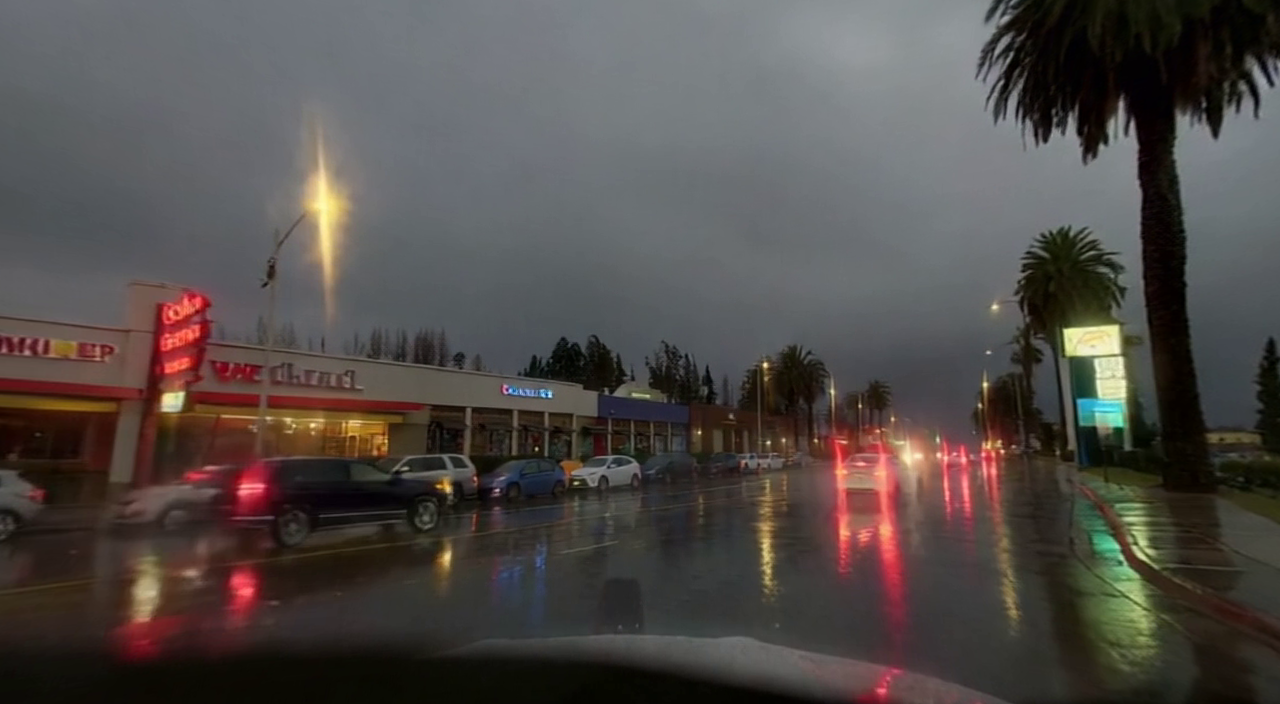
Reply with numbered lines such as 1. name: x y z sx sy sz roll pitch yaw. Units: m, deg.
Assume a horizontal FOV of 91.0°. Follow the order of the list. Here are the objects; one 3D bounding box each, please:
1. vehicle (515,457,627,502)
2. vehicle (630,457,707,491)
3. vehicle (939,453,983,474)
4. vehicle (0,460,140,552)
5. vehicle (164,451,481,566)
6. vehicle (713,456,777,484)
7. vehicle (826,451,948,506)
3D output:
1. vehicle: -2.542 4.840 24.276 1.837 1.468 4.389 -6 -10 35
2. vehicle: 1.453 5.810 30.274 1.776 1.448 4.137 -6 -10 34
3. vehicle: 24.998 8.607 48.880 2.232 1.513 5.090 -6 -10 34
4. vehicle: -11.996 2.679 10.905 1.854 1.482 4.756 -6 -10 34
5. vehicle: -5.271 2.538 11.133 2.090 1.520 4.452 -5 -10 33
6. vehicle: 6.346 7.000 37.669 1.981 1.493 4.721 -6 -10 34
7. vehicle: 7.891 3.876 19.827 2.139 1.461 4.918 -7 -11 38
